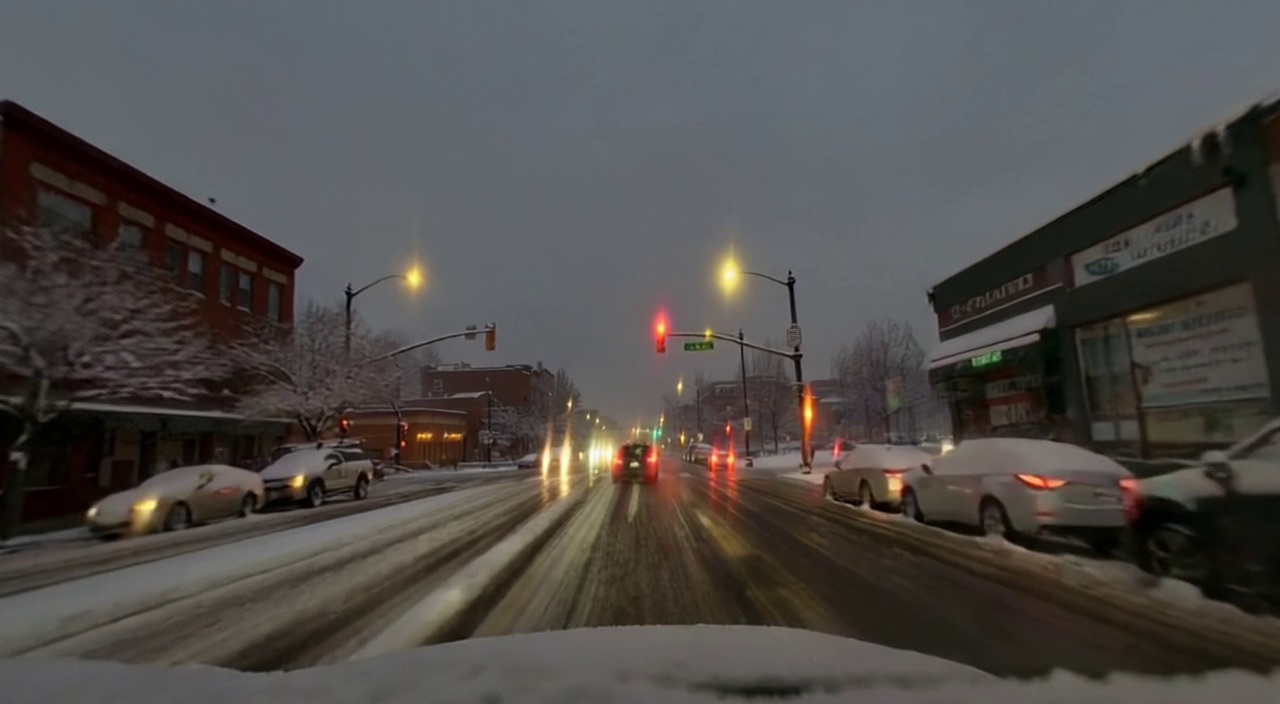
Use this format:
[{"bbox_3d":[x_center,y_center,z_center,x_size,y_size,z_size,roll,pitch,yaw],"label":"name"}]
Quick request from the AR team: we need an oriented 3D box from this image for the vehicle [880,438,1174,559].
[{"bbox_3d":[5.714,2.173,10.173,1.891,1.489,4.344,0,-9,-2],"label":"vehicle"}]

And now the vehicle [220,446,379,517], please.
[{"bbox_3d":[-11.327,4.295,21.735,2.240,2.052,5.872,0,-8,0],"label":"vehicle"}]

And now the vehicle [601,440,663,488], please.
[{"bbox_3d":[-0.275,4.098,23.416,2.086,1.575,4.205,0,-8,0],"label":"vehicle"}]

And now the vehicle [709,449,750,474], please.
[{"bbox_3d":[5.713,7.023,40.886,1.859,1.470,4.476,0,-8,-1],"label":"vehicle"}]

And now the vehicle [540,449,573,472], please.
[{"bbox_3d":[-6.437,8.356,48.877,1.918,1.679,4.209,0,-9,1],"label":"vehicle"}]

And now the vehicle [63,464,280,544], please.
[{"bbox_3d":[-11.075,3.566,15.484,1.868,1.502,4.626,0,-8,-2],"label":"vehicle"}]

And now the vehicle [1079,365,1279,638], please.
[{"bbox_3d":[5.778,1.021,4.156,2.201,1.972,4.845,0,-9,-1],"label":"vehicle"}]
